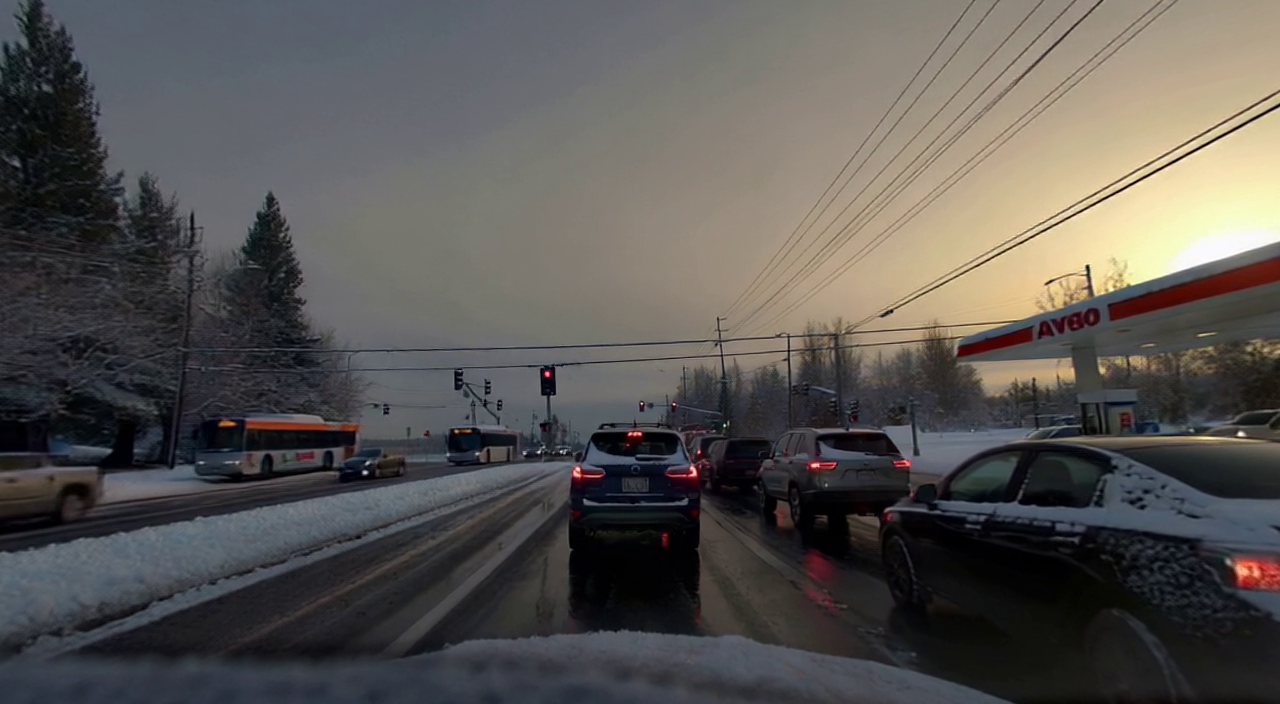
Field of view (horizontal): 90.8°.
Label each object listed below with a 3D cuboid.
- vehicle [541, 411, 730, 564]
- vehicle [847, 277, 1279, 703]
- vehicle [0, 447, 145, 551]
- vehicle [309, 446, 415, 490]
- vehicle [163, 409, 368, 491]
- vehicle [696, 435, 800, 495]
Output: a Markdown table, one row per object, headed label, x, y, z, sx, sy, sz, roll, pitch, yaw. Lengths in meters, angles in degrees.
| label | x | y | z | sx | sy | sz | roll | pitch | yaw |
| --- | --- | --- | --- | --- | --- | --- | --- | --- | --- |
| vehicle | -0.104 | 1.805 | 9.118 | 2.087 | 1.677 | 4.053 | 0 | -9 | -2 |
| vehicle | 3.088 | 0.958 | 3.988 | 2.049 | 1.813 | 4.245 | 0 | -9 | -1 |
| vehicle | -10.295 | 2.174 | 9.416 | 2.030 | 1.498 | 4.690 | 0 | -9 | 0 |
| vehicle | -10.499 | 4.376 | 24.283 | 1.976 | 1.483 | 4.630 | 0 | -9 | 0 |
| vehicle | -18.727 | 5.124 | 33.376 | 3.010 | 3.475 | 12.655 | 0 | -9 | 1 |
| vehicle | 2.892 | 3.165 | 18.033 | 2.040 | 1.481 | 4.407 | 0 | -9 | -2 |
